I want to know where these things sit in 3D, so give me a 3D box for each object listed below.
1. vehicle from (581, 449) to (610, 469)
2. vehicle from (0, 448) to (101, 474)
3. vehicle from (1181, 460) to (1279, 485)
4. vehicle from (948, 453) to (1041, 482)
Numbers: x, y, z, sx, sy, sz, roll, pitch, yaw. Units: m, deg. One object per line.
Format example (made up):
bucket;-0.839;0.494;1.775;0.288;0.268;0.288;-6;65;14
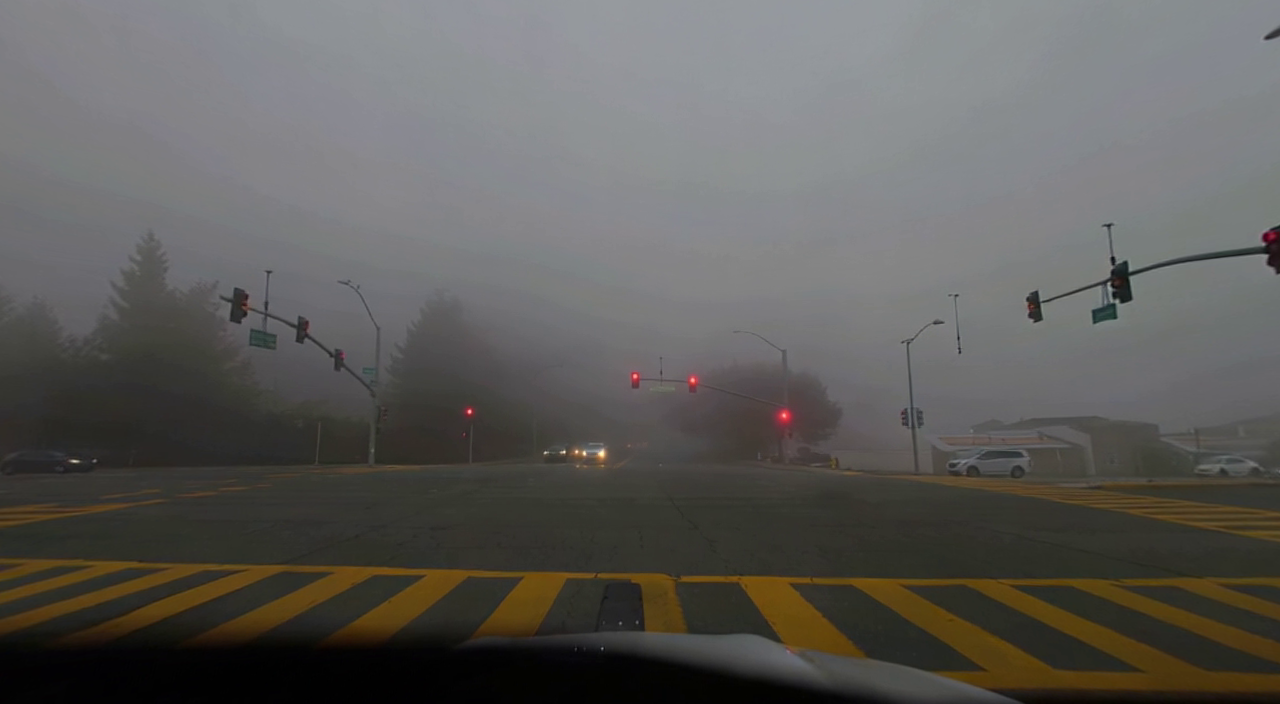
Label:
vehicle;-3.407;8.355;49.214;1.908;1.441;4.142;0;-8;1
vehicle;-35.109;6.417;37.212;4.741;1.447;1.807;0;-9;0
vehicle;36.248;7.308;38.267;4.976;1.428;1.929;0;-8;-2
vehicle;21.129;6.876;37.568;4.447;1.623;1.801;0;-9;-3
